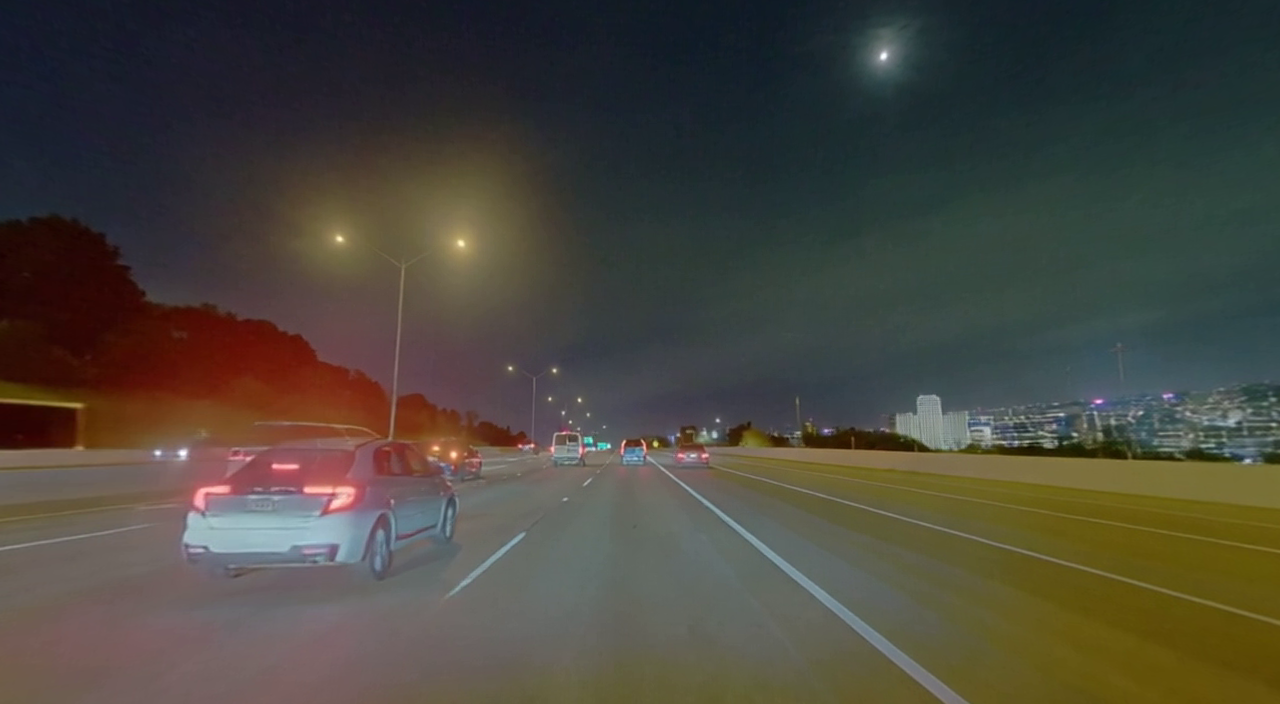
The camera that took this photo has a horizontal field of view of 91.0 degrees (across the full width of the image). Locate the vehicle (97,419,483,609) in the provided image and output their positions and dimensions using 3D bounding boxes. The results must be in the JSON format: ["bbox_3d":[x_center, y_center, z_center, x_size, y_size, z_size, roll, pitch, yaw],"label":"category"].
[{"bbox_3d":[-3.343,1.619,7.202,1.963,1.507,4.172,0,-9,1],"label":"vehicle"}]

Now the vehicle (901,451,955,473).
[{"bbox_3d":[20.649,7.884,45.319,1.789,1.531,3.983,1,-9,-3],"label":"vehicle"}]

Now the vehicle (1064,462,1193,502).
[{"bbox_3d":[20.886,5.539,27.228,1.896,1.474,4.502,0,-9,-1],"label":"vehicle"}]

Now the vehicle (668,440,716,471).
[{"bbox_3d":[2.740,5.601,34.268,2.127,1.513,4.501,0,-9,-1],"label":"vehicle"}]

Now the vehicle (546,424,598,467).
[{"bbox_3d":[-3.872,5.522,37.028,2.504,2.276,5.933,0,-9,-1],"label":"vehicle"}]

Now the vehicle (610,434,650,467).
[{"bbox_3d":[-0.560,5.709,36.503,2.207,1.807,4.199,0,-9,-1],"label":"vehicle"}]
